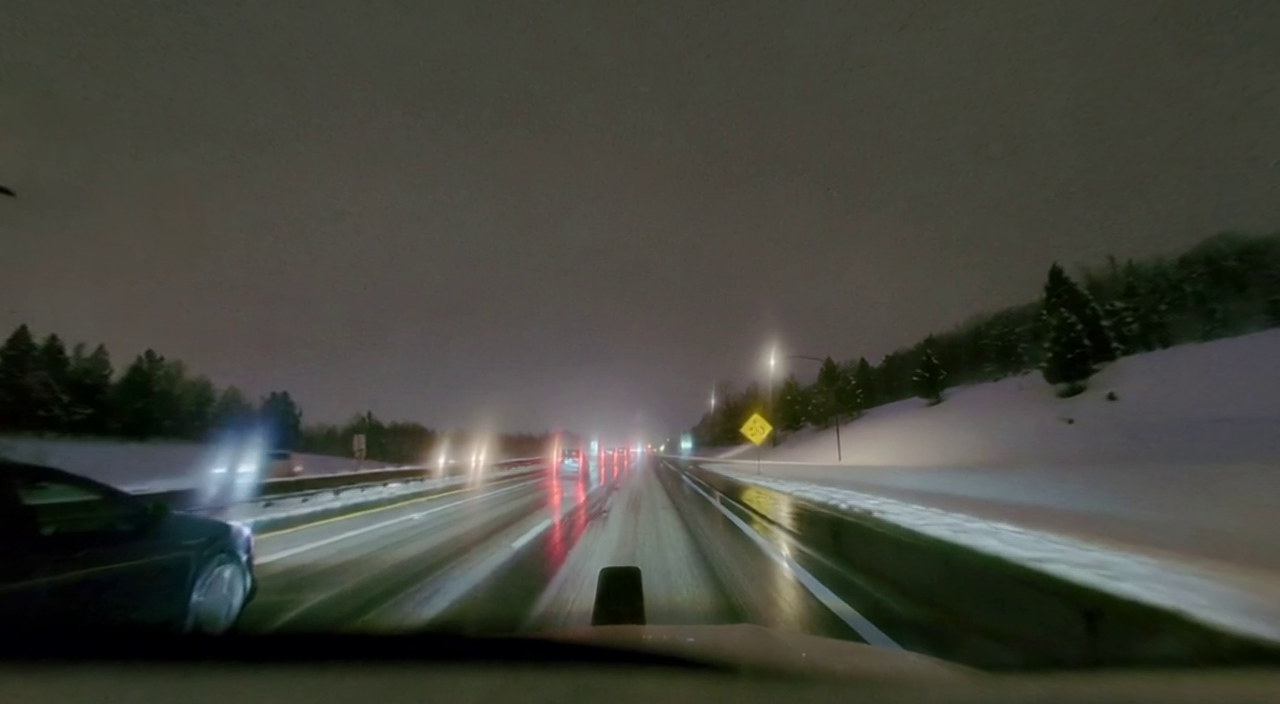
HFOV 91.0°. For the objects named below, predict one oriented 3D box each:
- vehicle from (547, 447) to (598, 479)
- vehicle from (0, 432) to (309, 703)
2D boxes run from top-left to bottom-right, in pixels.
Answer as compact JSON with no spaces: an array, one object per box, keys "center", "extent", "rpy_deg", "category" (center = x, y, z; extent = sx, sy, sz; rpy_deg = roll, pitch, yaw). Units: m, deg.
[{"center":[-3.411,5.763,32.830],"extent":[2.044,1.527,4.607],"rpy_deg":[0,-9,1],"category":"vehicle"},{"center":[-4.027,1.195,3.392],"extent":[2.011,1.481,4.434],"rpy_deg":[0,-9,1],"category":"vehicle"}]
